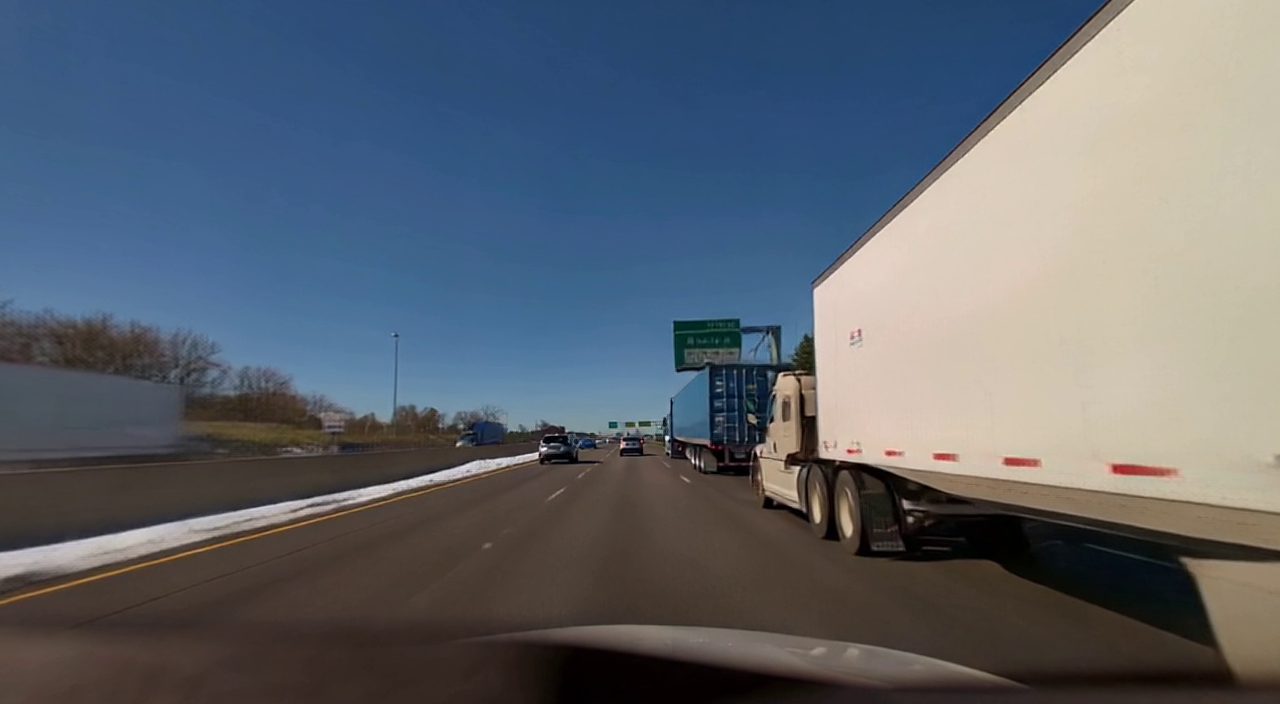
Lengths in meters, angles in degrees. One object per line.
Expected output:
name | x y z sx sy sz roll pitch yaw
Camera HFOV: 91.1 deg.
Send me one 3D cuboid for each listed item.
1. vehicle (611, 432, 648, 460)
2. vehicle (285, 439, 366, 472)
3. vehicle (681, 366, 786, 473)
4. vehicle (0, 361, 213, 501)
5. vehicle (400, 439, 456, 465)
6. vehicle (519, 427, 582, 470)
vehicle | -0.646 5.676 38.254 2.088 1.567 4.240 0 -8 -1
vehicle | -16.000 5.257 32.257 1.901 1.533 4.355 0 -8 0
vehicle | 3.606 2.942 26.587 2.883 3.836 7.894 0 -8 -3
vehicle | -19.921 2.872 22.727 2.931 4.073 8.582 0 -8 -1
vehicle | -12.798 6.036 38.224 1.892 1.492 4.233 0 -8 0
vehicle | -3.683 4.058 26.695 2.054 1.671 4.445 0 -8 0
